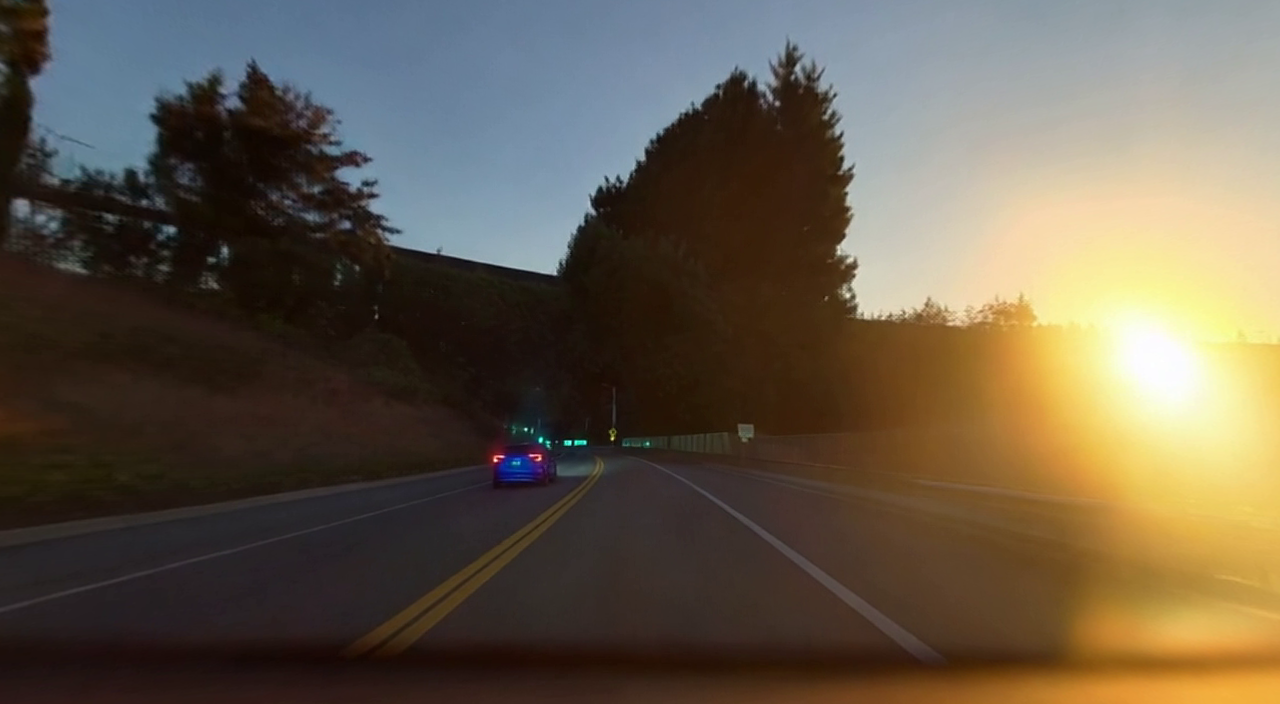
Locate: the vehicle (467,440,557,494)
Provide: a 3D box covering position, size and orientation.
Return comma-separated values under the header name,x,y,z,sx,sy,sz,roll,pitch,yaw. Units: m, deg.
name,x,y,z,sx,sy,sz,roll,pitch,yaw
vehicle,-3.908,3.591,20.130,1.968,1.503,4.443,0,-8,0
